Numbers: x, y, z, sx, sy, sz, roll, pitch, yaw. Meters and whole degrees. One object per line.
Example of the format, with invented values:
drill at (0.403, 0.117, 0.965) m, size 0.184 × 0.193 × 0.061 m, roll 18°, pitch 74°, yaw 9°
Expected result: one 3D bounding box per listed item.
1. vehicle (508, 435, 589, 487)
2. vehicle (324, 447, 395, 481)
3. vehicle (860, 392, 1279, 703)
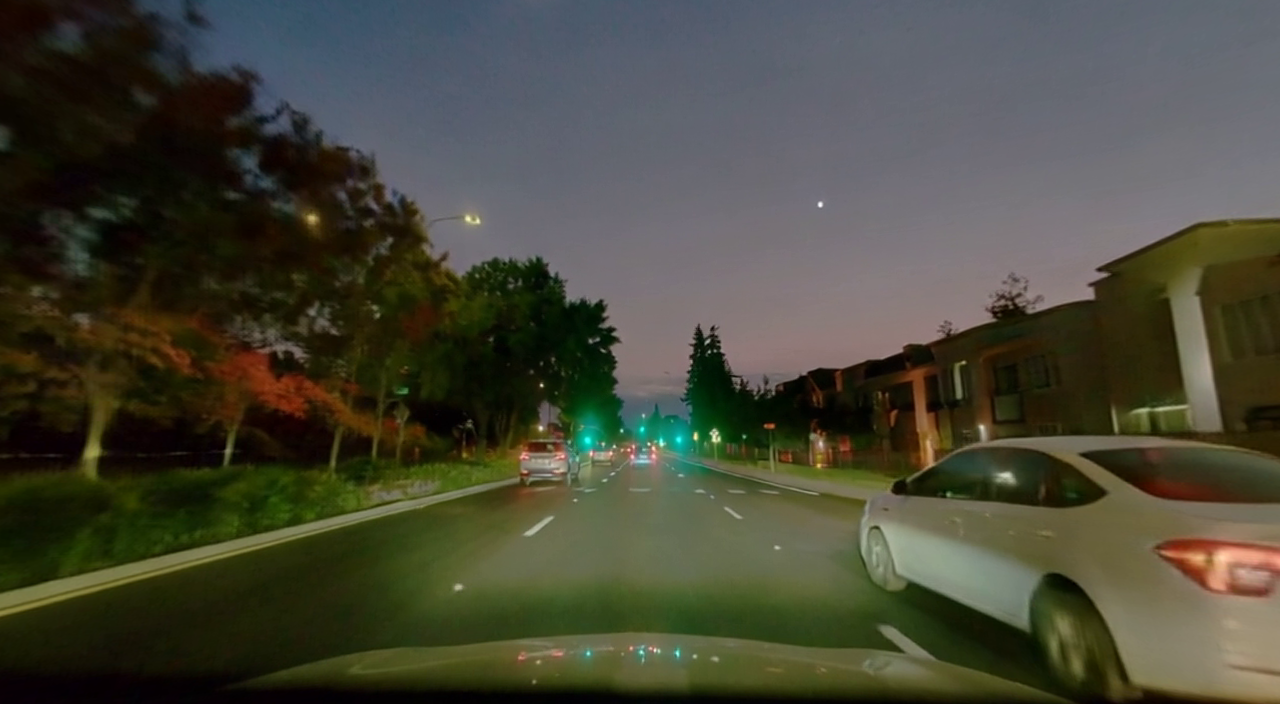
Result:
vehicle at (-3.461, 4.229, 24.851) m, size 2.216 × 1.828 × 4.886 m, roll 0°, pitch -9°, yaw 3°
vehicle at (-17.548, 6.994, 39.798) m, size 2.194 × 1.973 × 4.870 m, roll 0°, pitch -9°, yaw 0°
vehicle at (3.265, 1.231, 4.392) m, size 1.945 × 1.530 × 4.320 m, roll 0°, pitch -9°, yaw 1°
